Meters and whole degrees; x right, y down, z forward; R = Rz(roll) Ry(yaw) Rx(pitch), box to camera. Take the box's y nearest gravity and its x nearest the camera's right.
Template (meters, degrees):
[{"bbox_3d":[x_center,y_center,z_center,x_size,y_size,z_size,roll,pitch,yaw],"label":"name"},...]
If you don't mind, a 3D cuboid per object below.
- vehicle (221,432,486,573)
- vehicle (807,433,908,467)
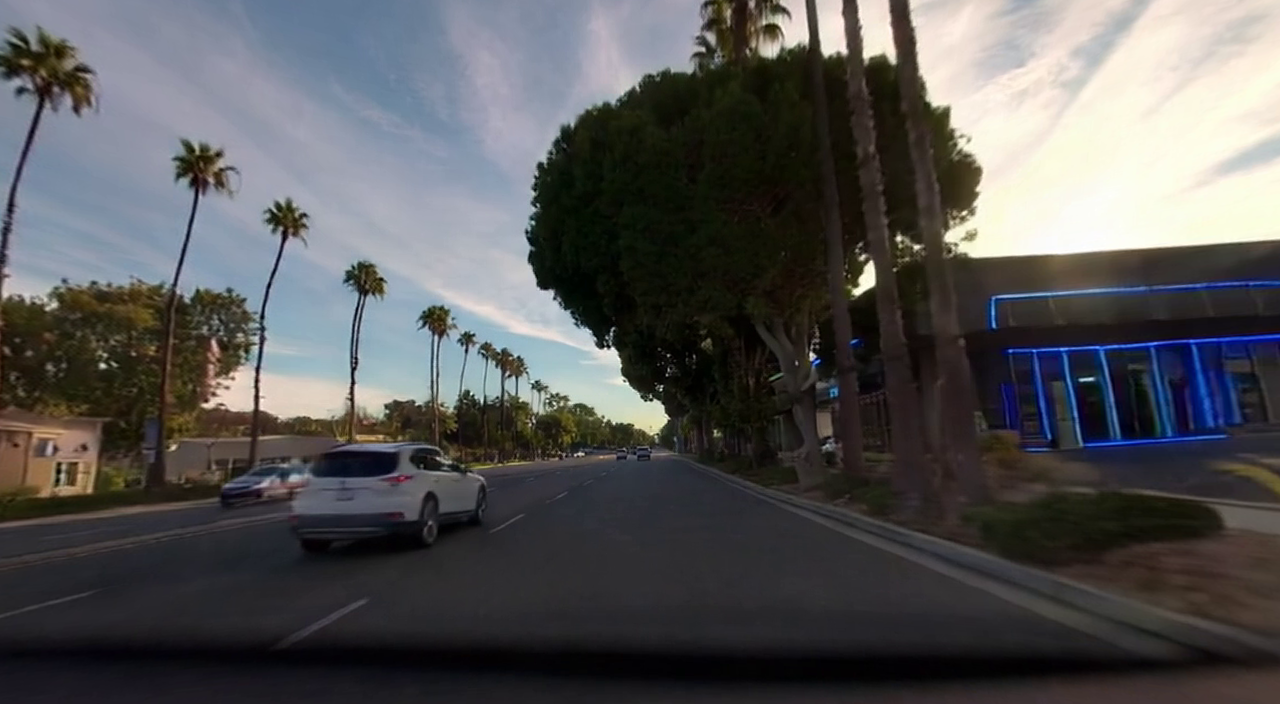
[{"bbox_3d":[-4.194,2.252,10.366,2.147,1.745,4.648,0,-8,0],"label":"vehicle"},{"bbox_3d":[11.536,5.225,33.737,4.577,1.750,2.115,0,-9,-3],"label":"vehicle"}]
